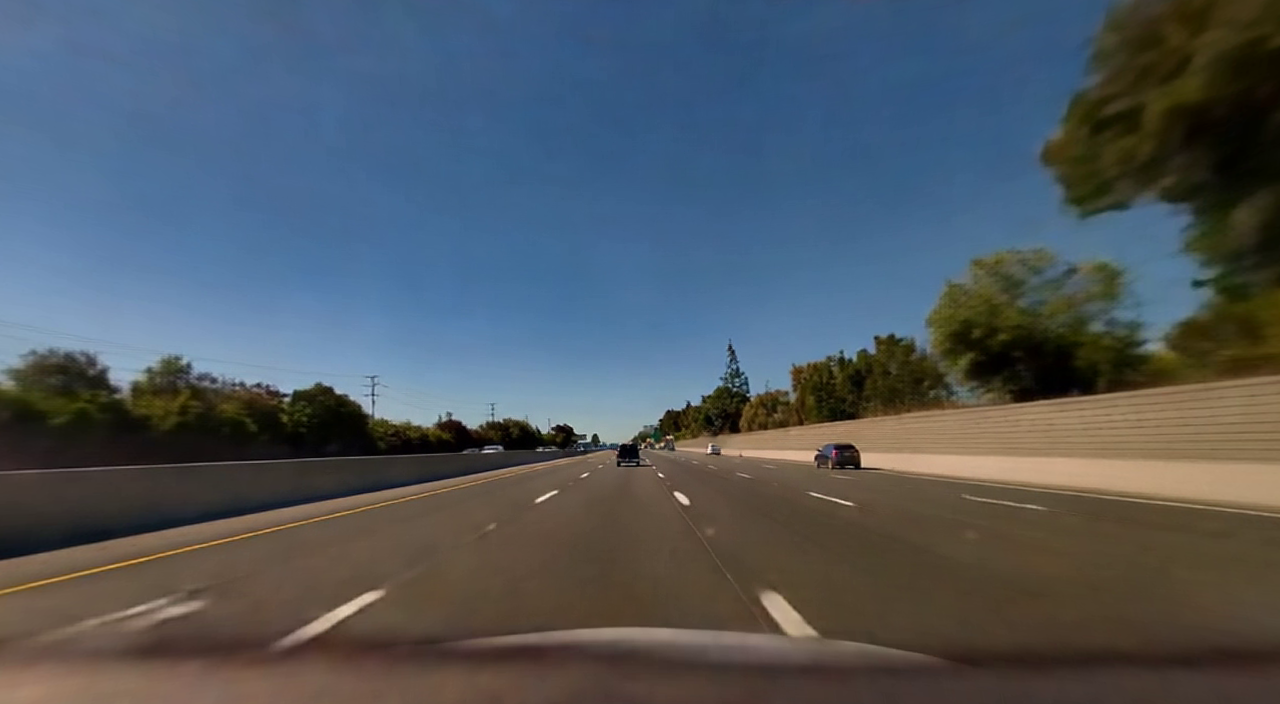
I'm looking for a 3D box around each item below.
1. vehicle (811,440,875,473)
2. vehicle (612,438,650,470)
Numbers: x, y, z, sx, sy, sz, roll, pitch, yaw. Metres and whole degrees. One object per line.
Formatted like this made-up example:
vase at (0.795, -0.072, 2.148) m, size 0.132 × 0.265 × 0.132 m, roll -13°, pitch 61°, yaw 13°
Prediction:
vehicle at (11.083, 5.725, 34.844) m, size 1.912 × 1.673 × 4.438 m, roll 0°, pitch -8°, yaw -1°
vehicle at (-0.590, 6.024, 37.491) m, size 2.121 × 1.739 × 4.087 m, roll 0°, pitch -8°, yaw -2°
